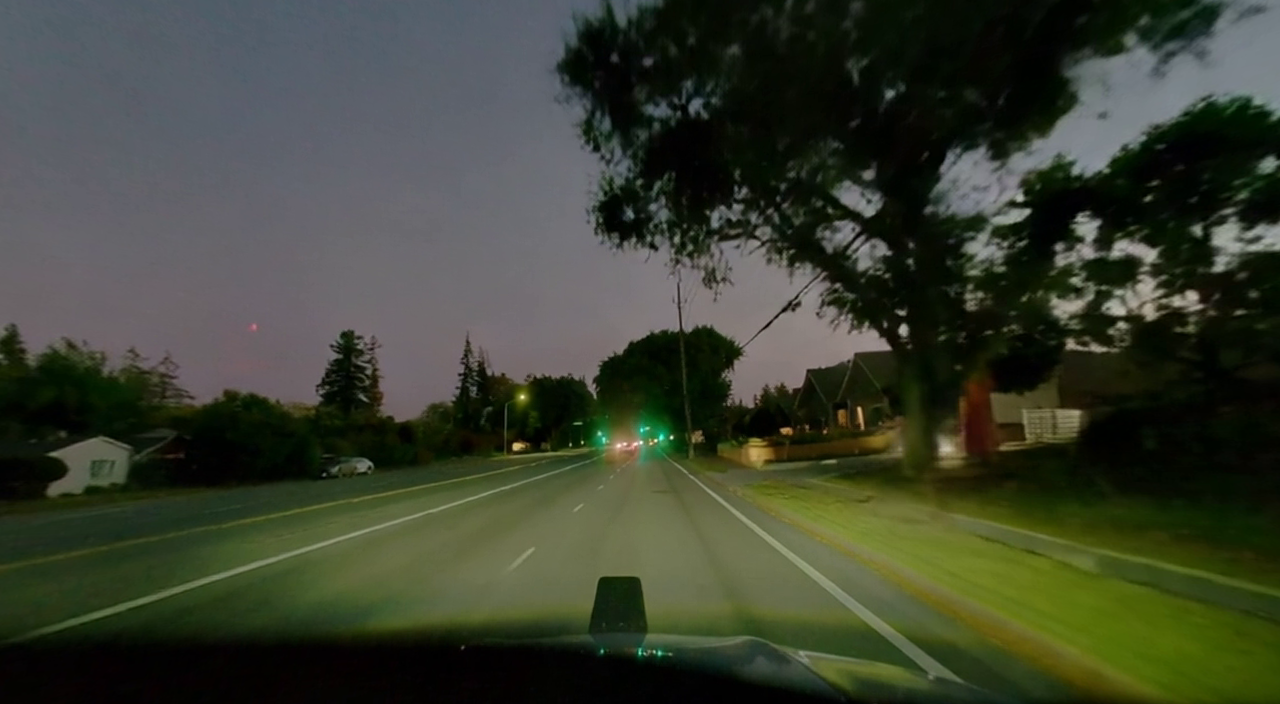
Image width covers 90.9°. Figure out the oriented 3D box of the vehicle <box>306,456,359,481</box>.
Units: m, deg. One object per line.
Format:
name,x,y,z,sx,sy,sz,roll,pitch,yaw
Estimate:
vehicle,-20.922,7.899,43.074,1.854,1.504,4.436,1,-8,-7
